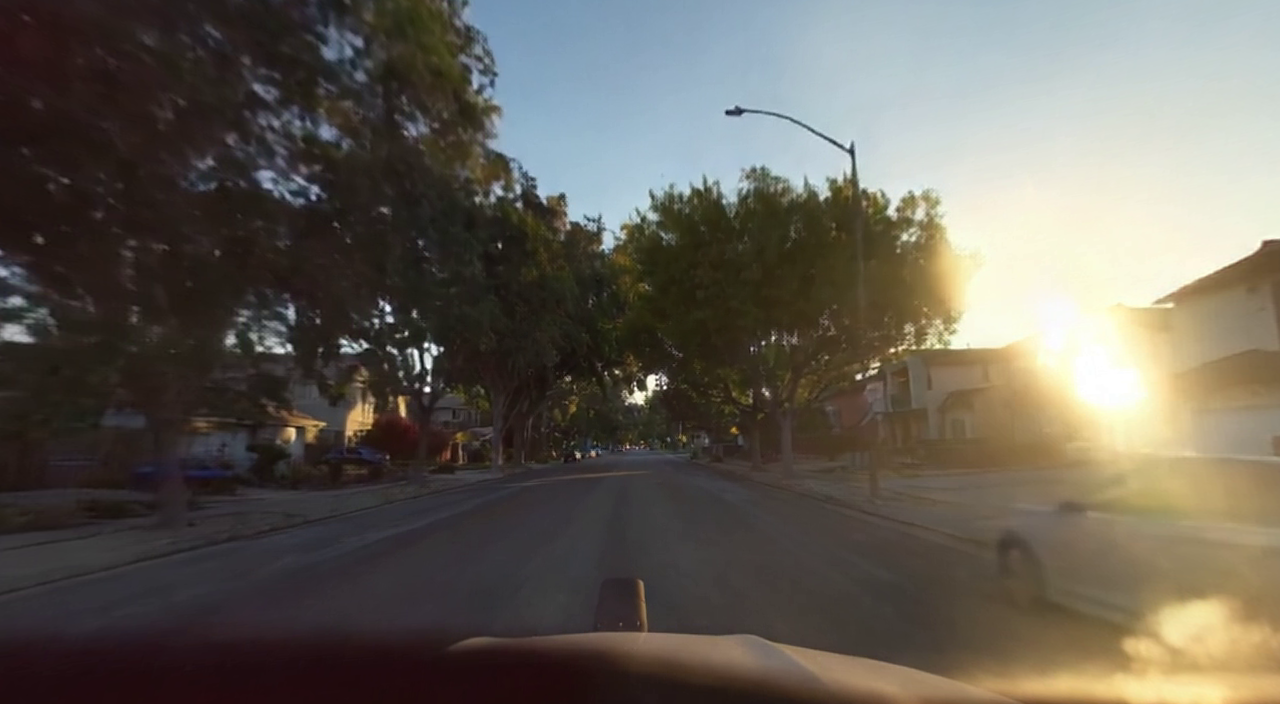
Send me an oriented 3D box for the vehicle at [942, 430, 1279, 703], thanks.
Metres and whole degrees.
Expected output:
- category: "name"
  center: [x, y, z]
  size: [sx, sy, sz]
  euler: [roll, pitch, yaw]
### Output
- category: "vehicle"
  center: [3.824, 1.209, 3.586]
  size: [2.013, 1.473, 4.329]
  euler: [0, -9, -1]
